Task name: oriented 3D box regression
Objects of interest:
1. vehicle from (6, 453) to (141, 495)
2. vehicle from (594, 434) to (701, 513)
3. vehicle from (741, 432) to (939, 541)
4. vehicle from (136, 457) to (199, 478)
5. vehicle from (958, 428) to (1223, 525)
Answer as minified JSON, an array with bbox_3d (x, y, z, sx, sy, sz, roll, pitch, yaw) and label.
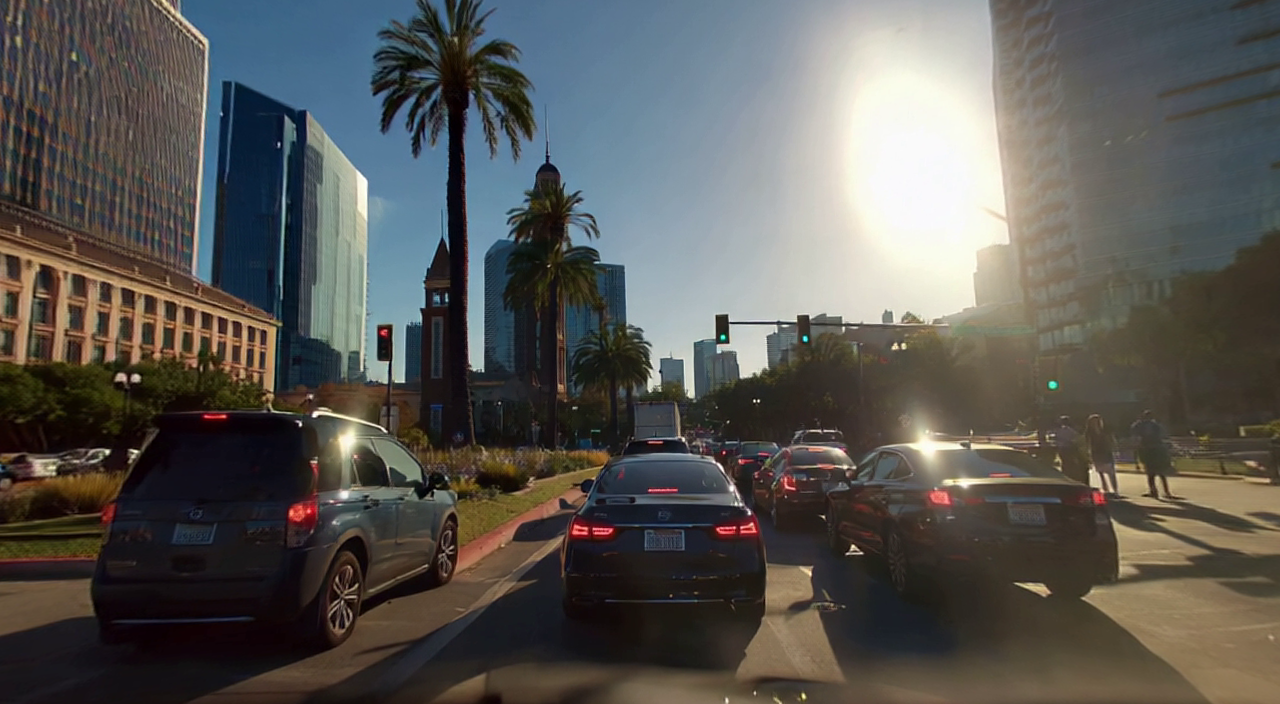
[{"bbox_3d":[-26.696,5.723,29.957,2.105,1.793,4.812,0,-9,-3],"label":"vehicle"},{"bbox_3d":[0.179,2.611,13.983,2.048,1.503,3.681,0,-9,1],"label":"vehicle"},{"bbox_3d":[3.090,2.166,10.846,1.913,1.469,4.425,0,-9,-1],"label":"vehicle"},{"bbox_3d":[-36.836,8.984,49.209,1.700,1.527,4.445,1,-9,-4],"label":"vehicle"},{"bbox_3d":[8.175,2.276,12.060,1.859,1.508,4.259,0,-9,-1],"label":"vehicle"}]
